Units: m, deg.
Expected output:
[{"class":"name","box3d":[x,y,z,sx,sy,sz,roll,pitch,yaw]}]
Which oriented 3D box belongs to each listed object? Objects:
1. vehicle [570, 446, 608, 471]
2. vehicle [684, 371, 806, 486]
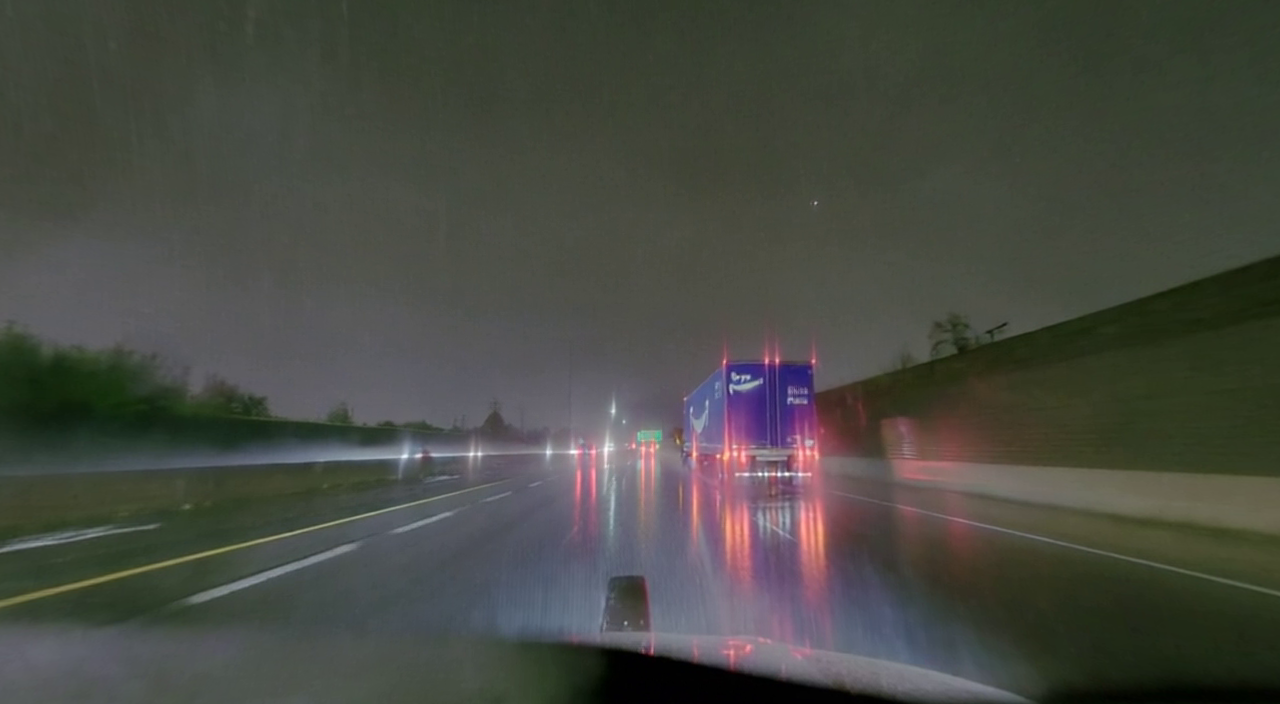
[{"class":"vehicle","box3d":[-3.441,7.328,43.447,2.200,1.562,4.959,0,-9,0]},{"class":"vehicle","box3d":[4.281,3.949,30.675,2.928,4.021,17.190,0,-9,0]}]
